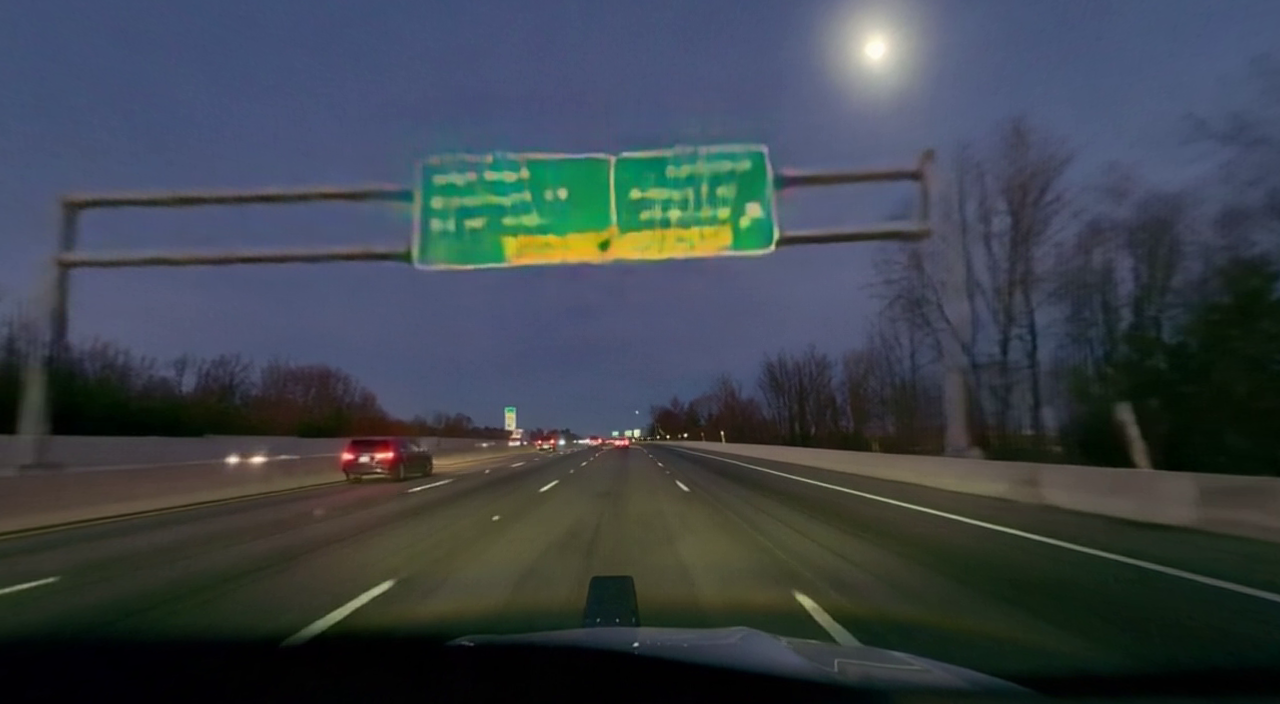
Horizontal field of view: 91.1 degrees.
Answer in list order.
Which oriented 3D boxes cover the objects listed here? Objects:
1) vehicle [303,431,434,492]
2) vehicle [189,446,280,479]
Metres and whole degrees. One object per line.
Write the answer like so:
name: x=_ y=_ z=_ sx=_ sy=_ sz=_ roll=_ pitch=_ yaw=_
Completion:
vehicle: x=-7.619 y=3.075 z=18.185 sx=1.972 sy=1.532 sz=4.222 roll=0 pitch=-8 yaw=-1
vehicle: x=-20.596 y=5.614 z=32.158 sx=1.754 sy=1.491 sz=4.442 roll=0 pitch=-8 yaw=-1
